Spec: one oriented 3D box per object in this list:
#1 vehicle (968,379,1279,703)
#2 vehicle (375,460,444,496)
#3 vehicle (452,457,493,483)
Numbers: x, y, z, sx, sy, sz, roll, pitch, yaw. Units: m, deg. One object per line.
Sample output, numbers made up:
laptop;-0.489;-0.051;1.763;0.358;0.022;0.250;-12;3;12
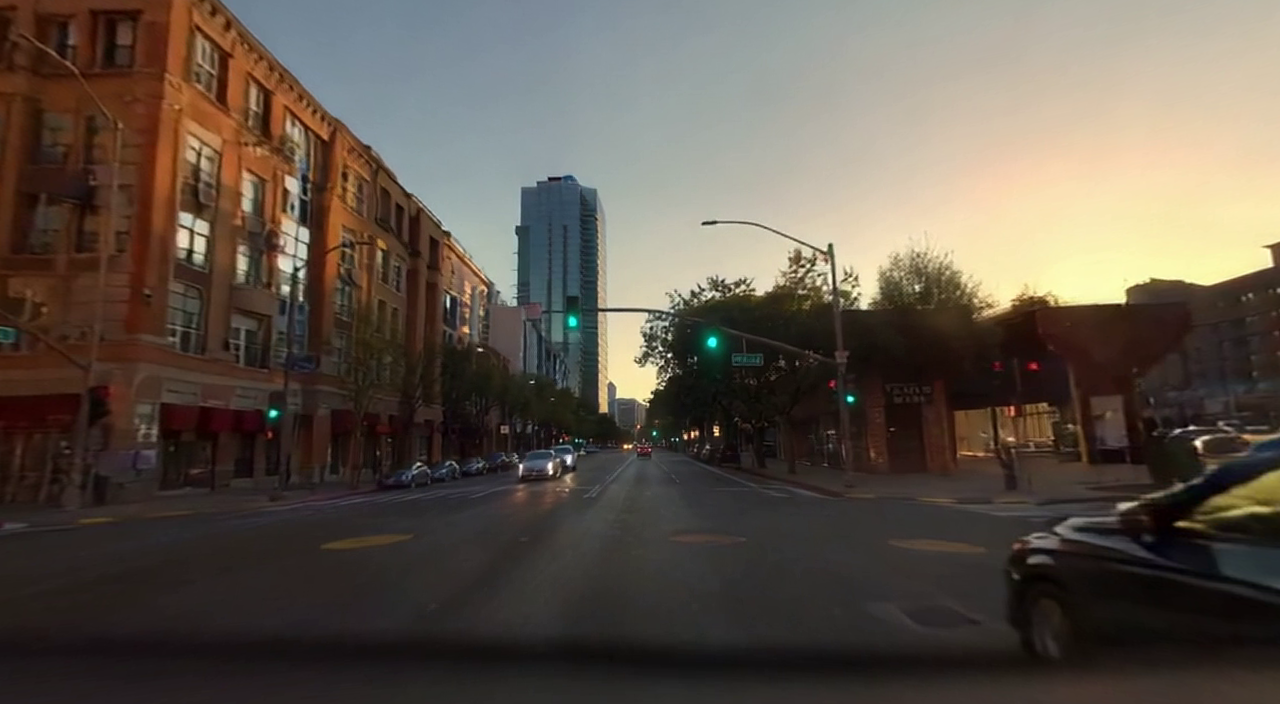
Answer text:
vehicle;3.157;0.814;1.773;2.080;1.524;4.348;0;-9;0
vehicle;-12.145;6.630;33.378;1.910;1.511;4.565;-1;-7;0
vehicle;-12.095;8.534;45.497;1.867;1.583;4.108;-1;-8;0
